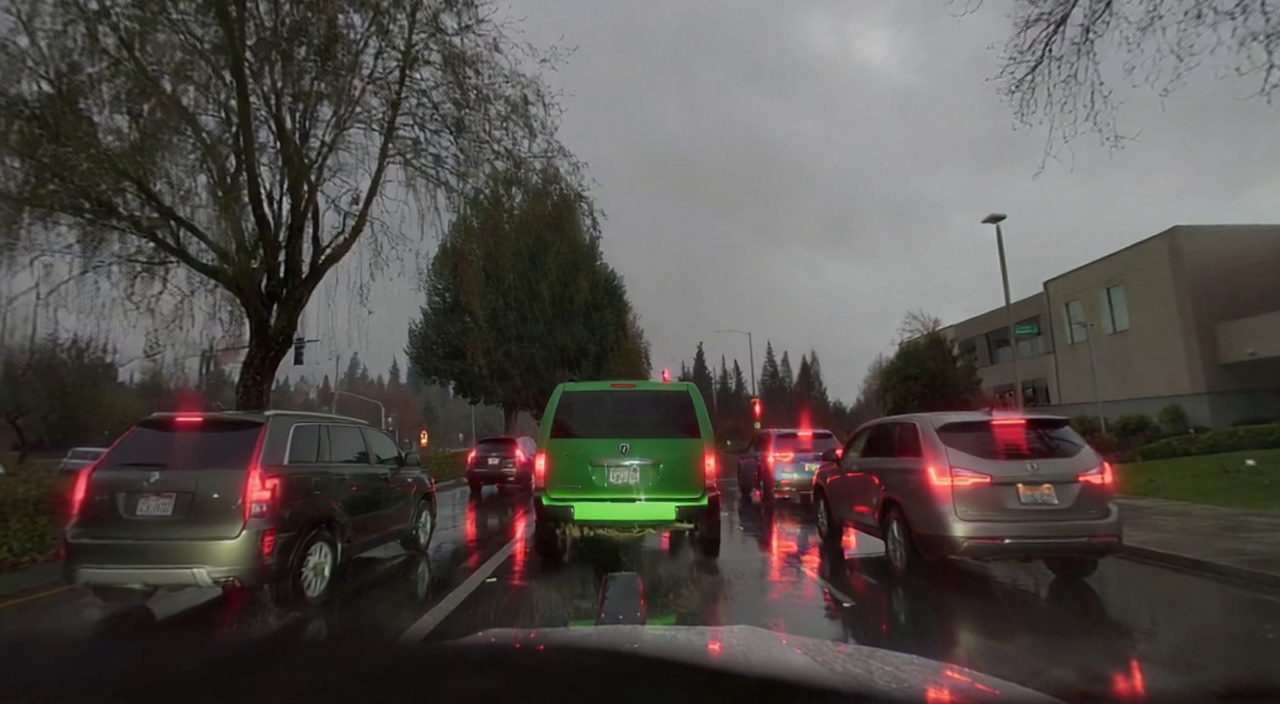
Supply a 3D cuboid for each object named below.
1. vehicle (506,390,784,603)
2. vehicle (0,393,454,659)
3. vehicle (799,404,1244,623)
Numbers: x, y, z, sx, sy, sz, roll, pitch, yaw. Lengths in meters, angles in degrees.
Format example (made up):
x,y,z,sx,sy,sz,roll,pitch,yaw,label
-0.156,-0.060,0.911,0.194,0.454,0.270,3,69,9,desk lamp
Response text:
x,y,z,sx,sy,sz,roll,pitch,yaw,label
0.024,1.484,7.249,2.294,1.761,3.857,0,-9,-1,vehicle
-3.369,1.377,6.017,1.961,1.639,4.064,0,-9,0,vehicle
3.472,1.551,7.047,2.202,1.657,4.298,0,-9,-1,vehicle
